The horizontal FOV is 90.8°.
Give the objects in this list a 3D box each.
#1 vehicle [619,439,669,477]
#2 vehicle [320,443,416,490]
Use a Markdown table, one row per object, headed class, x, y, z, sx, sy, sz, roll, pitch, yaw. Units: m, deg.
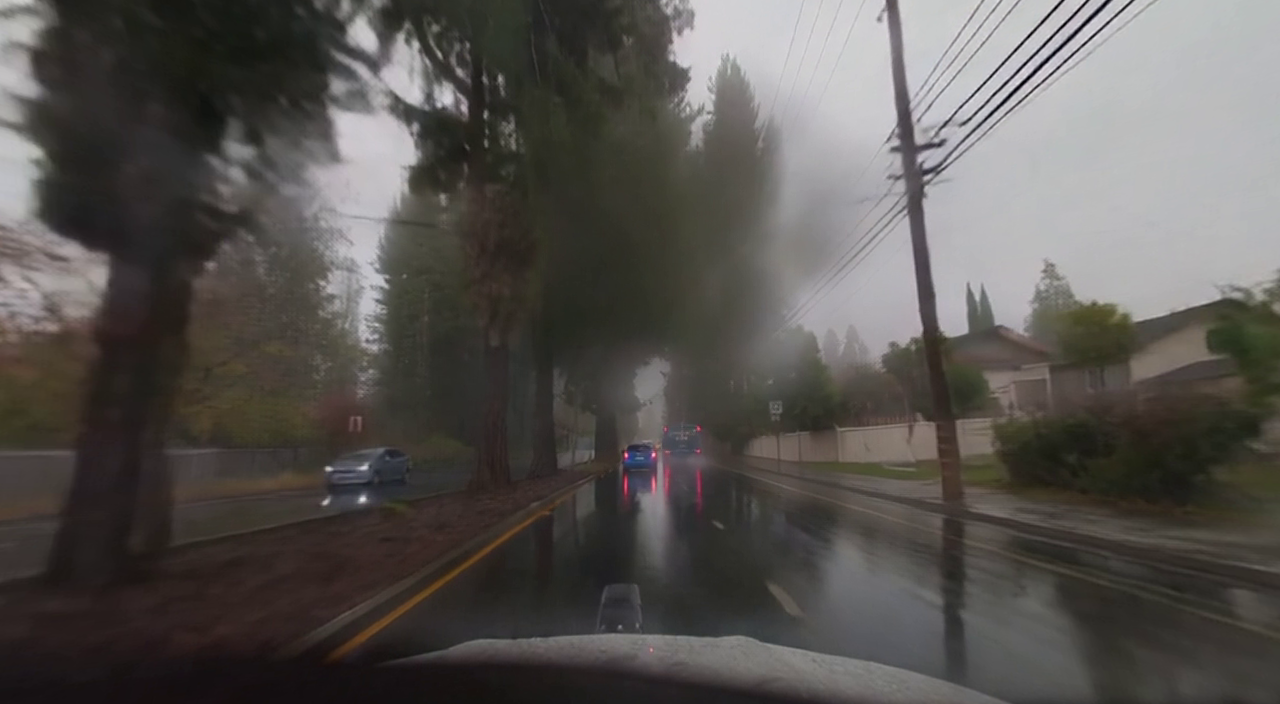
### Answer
| class | x | y | z | sx | sy | sz | roll | pitch | yaw |
| --- | --- | --- | --- | --- | --- | --- | --- | --- | --- |
| vehicle | 0.177 | 4.604 | 27.640 | 2.018 | 1.511 | 3.993 | 0 | -8 | 0 |
| vehicle | -11.342 | 4.782 | 26.726 | 1.951 | 1.795 | 4.579 | 0 | -8 | 1 |
